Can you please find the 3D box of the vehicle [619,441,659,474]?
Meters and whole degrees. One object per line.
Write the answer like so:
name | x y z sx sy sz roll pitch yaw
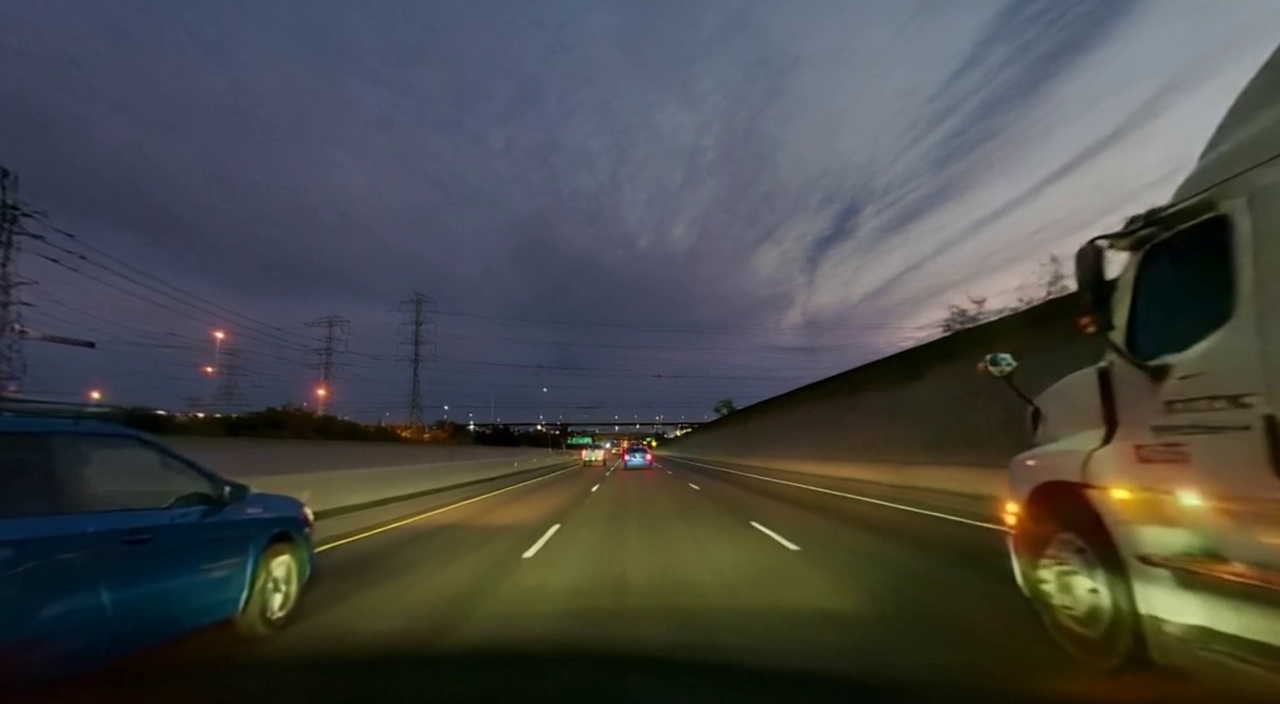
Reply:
vehicle | -0.081 5.690 33.895 2.004 1.615 4.113 0 -9 0

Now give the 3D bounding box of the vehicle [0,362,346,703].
vehicle | -3.242 0.908 2.731 1.987 1.548 3.981 0 -9 0

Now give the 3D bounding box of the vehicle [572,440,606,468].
vehicle | -3.697 7.490 46.109 2.077 1.884 4.961 0 -9 0
